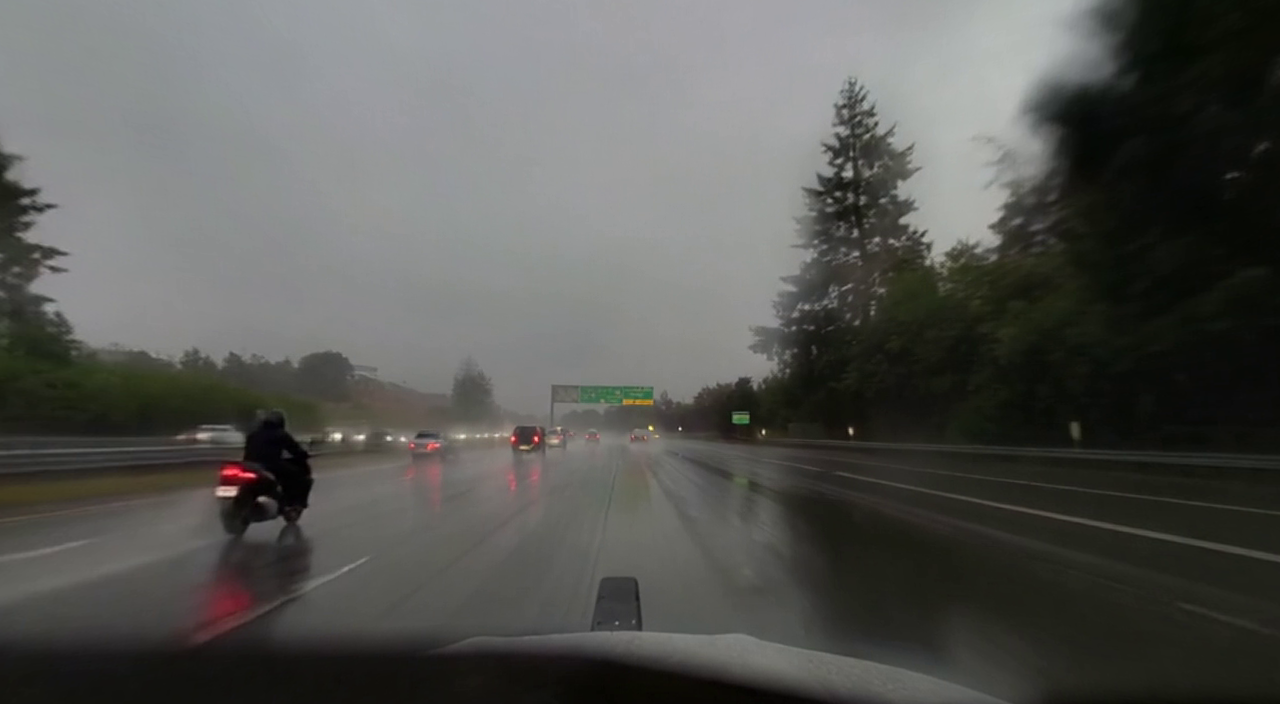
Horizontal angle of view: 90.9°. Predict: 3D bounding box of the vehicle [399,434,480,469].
[{"bbox_3d":[-8.692,4.324,27.798,2.053,1.409,4.704,0,-8,-1],"label":"vehicle"}]
